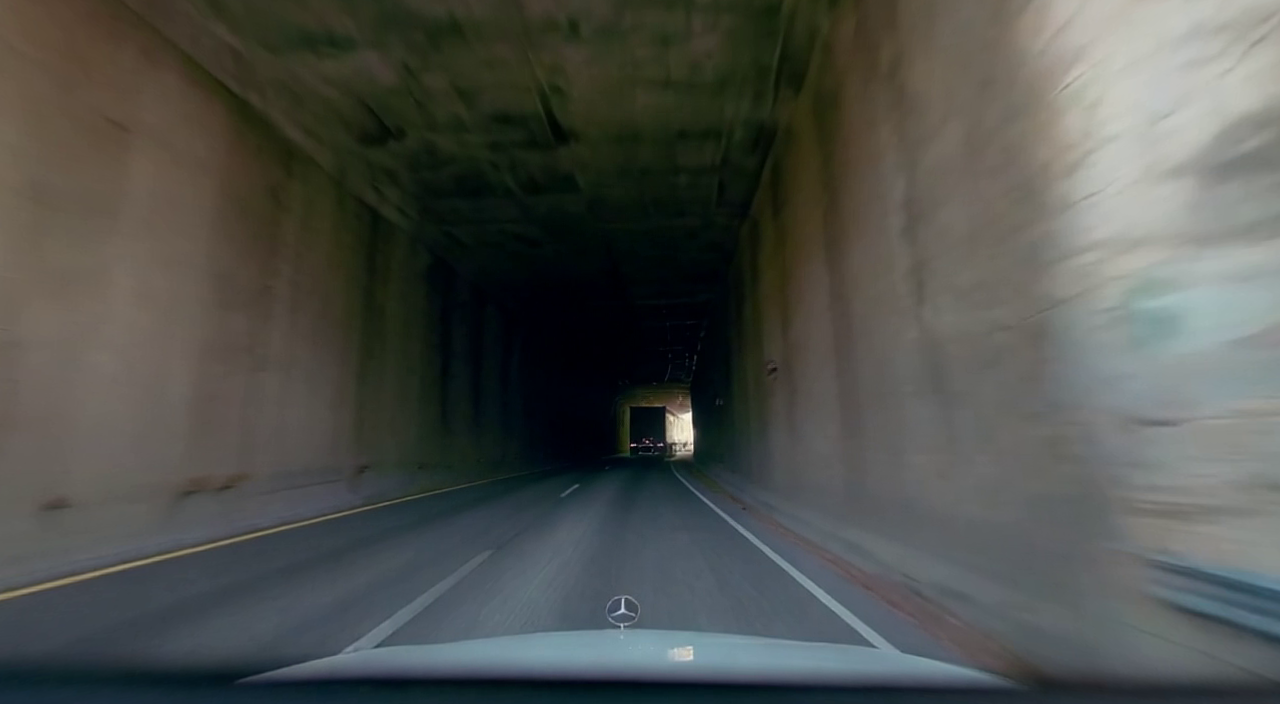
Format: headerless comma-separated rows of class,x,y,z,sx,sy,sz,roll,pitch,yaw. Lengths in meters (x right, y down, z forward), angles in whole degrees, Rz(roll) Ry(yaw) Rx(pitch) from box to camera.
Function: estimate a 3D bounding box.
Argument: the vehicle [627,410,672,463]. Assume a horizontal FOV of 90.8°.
vehicle,0.900,6.432,47.234,2.915,3.468,11.233,-1,-9,3
